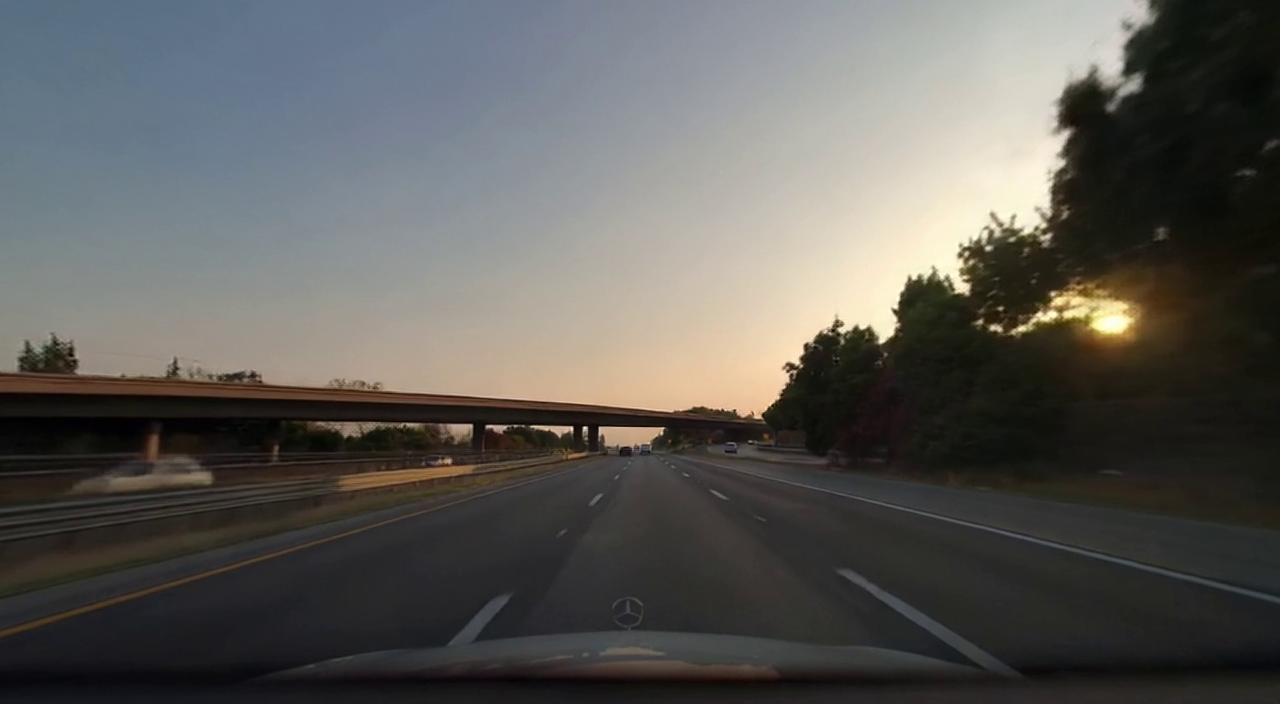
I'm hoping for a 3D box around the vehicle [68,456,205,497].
[{"bbox_3d":[-20.694,5.095,26.226,1.942,1.487,4.490,0,-9,1],"label":"vehicle"}]
